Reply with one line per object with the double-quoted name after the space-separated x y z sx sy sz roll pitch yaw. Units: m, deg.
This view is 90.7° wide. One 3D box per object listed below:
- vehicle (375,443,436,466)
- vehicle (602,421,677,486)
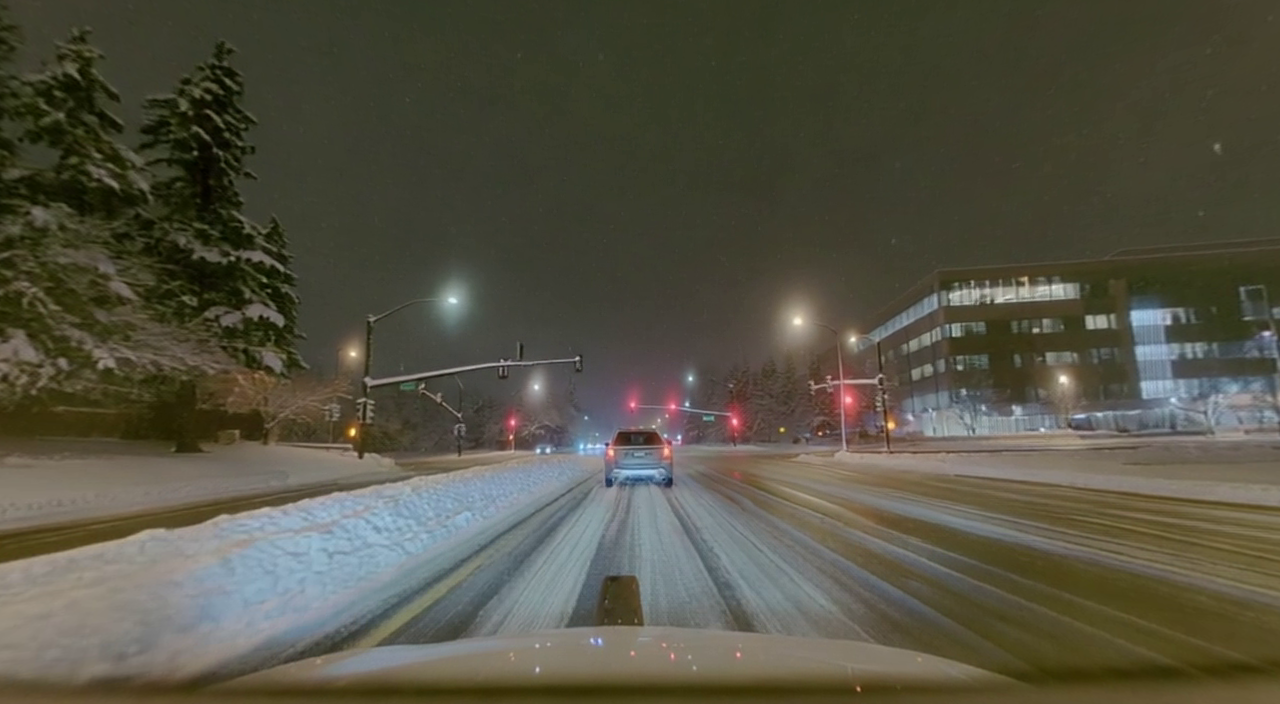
-17.853 7.766 48.083 4.582 1.627 2.209 -7 -11 37 "vehicle"
-0.037 3.439 21.548 2.267 1.926 4.708 0 -9 -1 "vehicle"
